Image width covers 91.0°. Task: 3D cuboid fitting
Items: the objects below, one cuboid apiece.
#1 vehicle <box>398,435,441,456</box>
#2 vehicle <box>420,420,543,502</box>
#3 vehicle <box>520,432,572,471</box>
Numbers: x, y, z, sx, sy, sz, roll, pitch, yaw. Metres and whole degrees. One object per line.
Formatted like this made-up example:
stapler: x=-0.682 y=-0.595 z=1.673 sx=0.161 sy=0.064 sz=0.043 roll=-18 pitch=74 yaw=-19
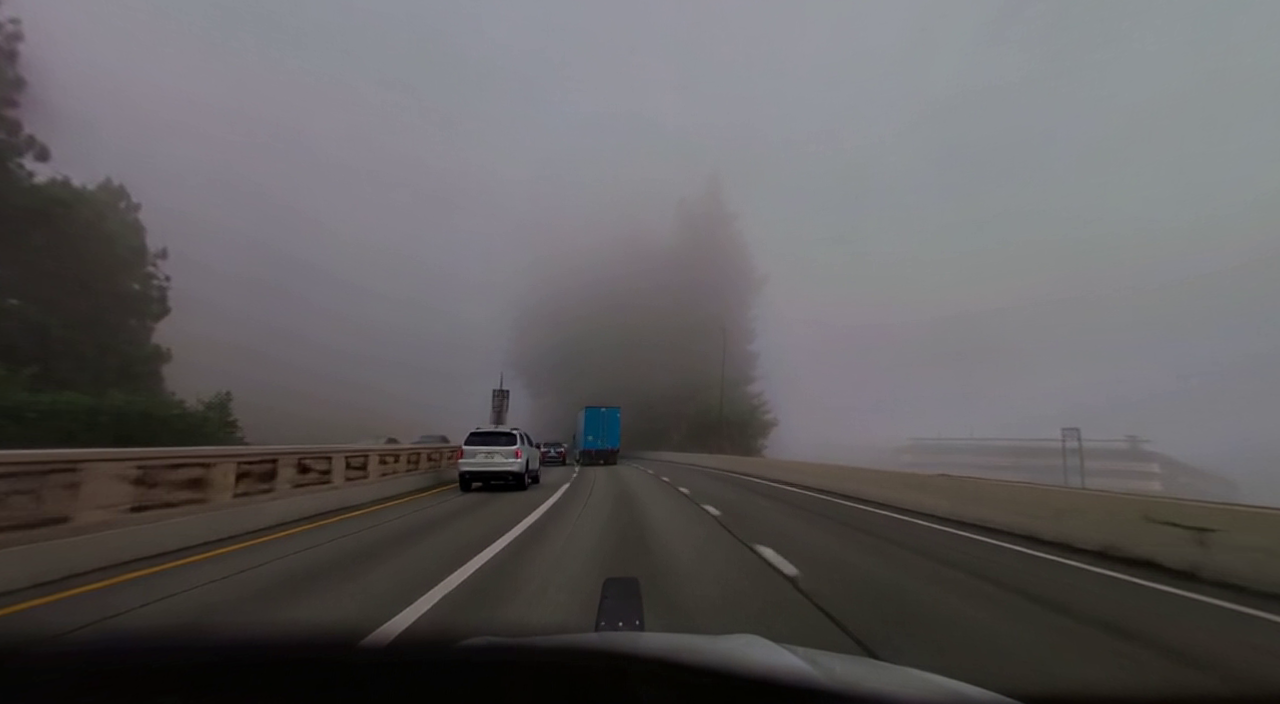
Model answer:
vehicle: x=-16.179 y=6.885 z=46.394 sx=1.829 sy=1.490 sz=4.148 roll=1 pitch=-9 yaw=-4
vehicle: x=-3.755 y=2.672 z=15.804 sx=2.041 sy=1.734 sz=4.391 roll=1 pitch=-8 yaw=-1
vehicle: x=-4.520 y=4.880 z=31.046 sx=2.044 sy=1.740 sz=4.361 roll=1 pitch=-9 yaw=-2
